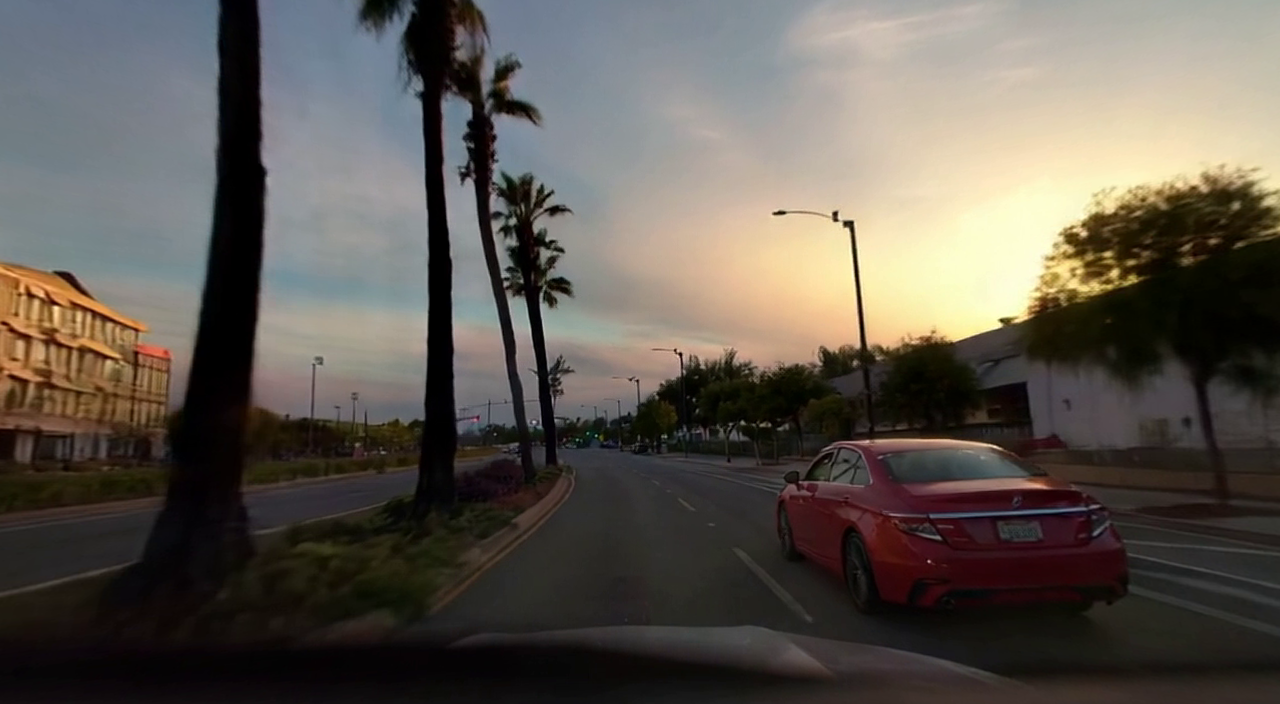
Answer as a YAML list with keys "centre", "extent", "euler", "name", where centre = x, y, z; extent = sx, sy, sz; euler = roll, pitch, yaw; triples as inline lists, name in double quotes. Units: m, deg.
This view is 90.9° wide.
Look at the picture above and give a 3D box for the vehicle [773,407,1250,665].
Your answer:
- centre: [2.741, 1.440, 6.072]
  extent: [1.867, 1.554, 4.301]
  euler: [0, -8, -2]
  name: "vehicle"
